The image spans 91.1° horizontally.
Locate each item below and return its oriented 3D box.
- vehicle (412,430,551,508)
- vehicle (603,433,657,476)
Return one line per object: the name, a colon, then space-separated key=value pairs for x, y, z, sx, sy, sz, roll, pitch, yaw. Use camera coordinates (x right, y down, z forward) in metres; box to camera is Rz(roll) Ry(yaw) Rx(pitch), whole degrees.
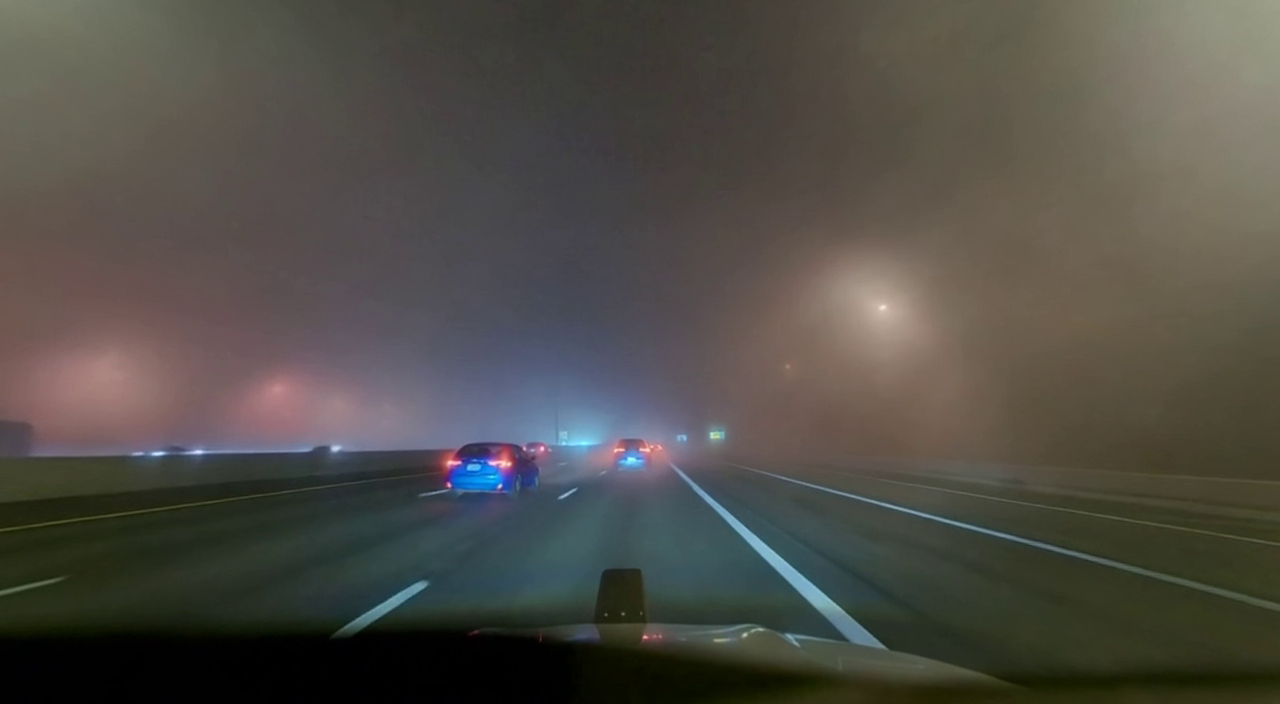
vehicle: x=-3.625 y=2.781 z=15.376 sx=2.124 sy=1.607 sz=4.531 roll=0 pitch=-9 yaw=1
vehicle: x=-0.367 y=4.432 z=27.389 sx=2.155 sy=1.690 sz=4.318 roll=0 pitch=-9 yaw=1
